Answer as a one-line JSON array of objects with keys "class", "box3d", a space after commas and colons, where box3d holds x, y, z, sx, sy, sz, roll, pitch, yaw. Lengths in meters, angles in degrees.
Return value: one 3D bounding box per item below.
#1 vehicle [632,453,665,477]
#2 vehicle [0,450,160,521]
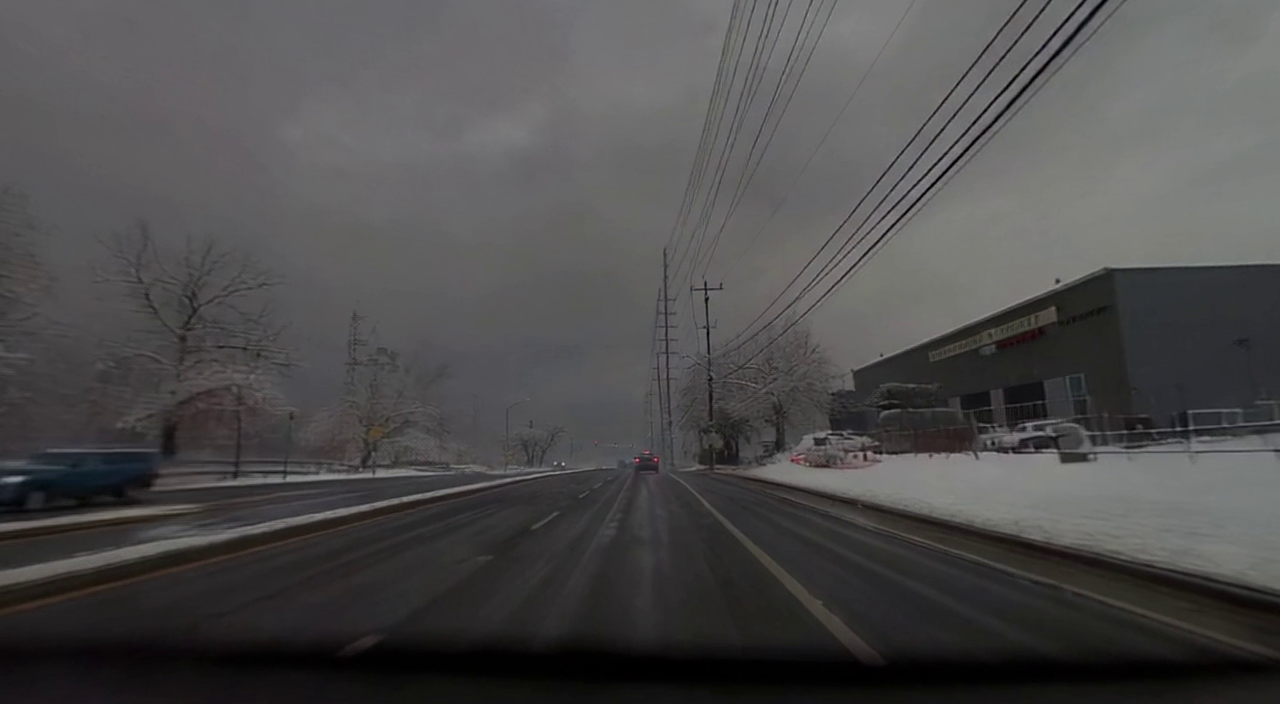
[{"class": "vehicle", "box3d": [0.581, 7.652, 42.826, 2.114, 1.492, 4.453, 0, -9, 0]}, {"class": "vehicle", "box3d": [-14.363, 3.138, 15.312, 1.831, 1.474, 4.352, 0, -9, 1]}]
